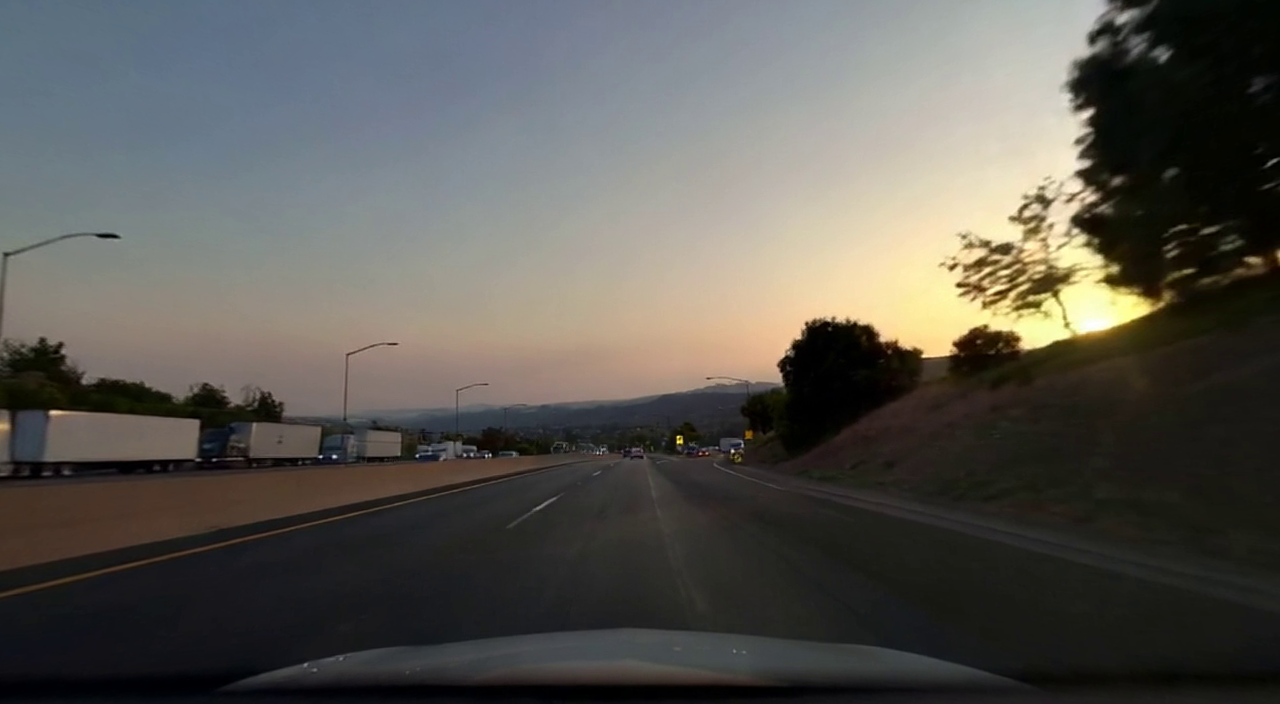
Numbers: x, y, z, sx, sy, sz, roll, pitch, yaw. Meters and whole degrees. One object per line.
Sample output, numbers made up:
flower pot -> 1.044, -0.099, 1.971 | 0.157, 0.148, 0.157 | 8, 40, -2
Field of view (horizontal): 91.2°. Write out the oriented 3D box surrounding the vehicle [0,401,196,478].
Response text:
vehicle -> -35.623, 5.745, 40.589 | 2.873, 4.105, 14.677 | -2, -8, 1
